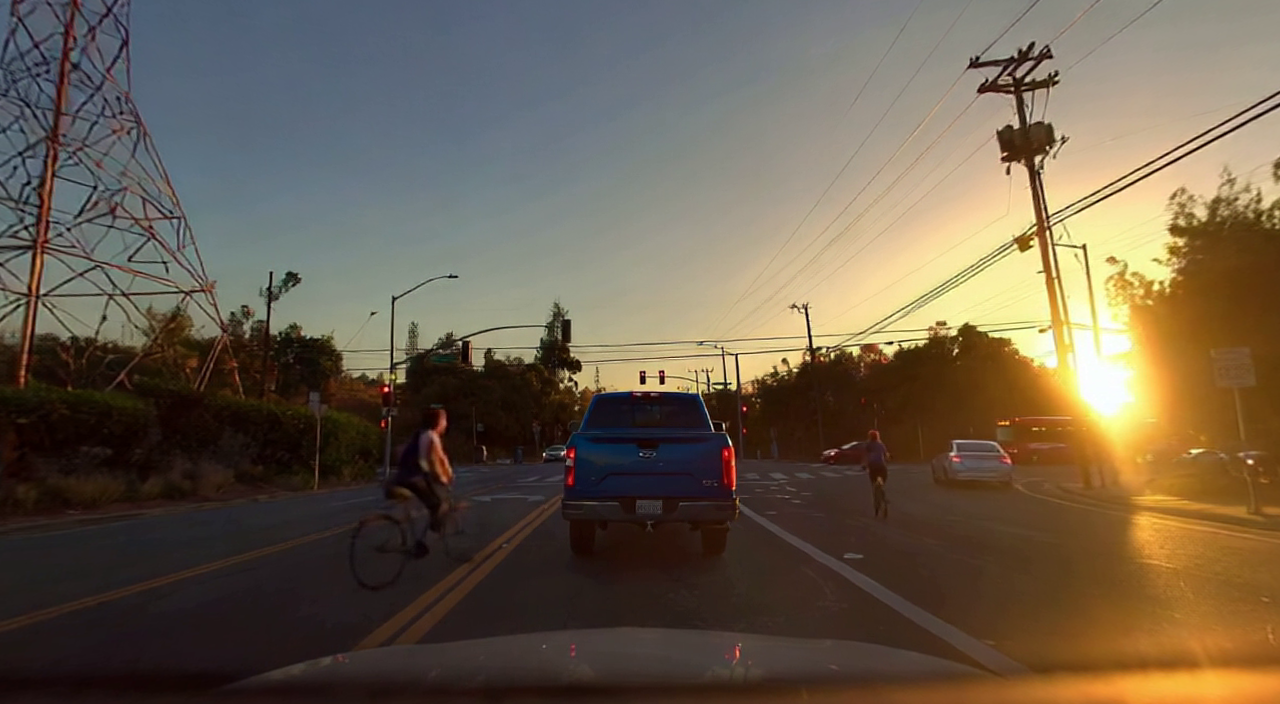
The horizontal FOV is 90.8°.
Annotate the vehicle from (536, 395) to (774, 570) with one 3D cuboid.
[{"bbox_3d":[0.128,1.888,10.026,2.707,1.964,5.485,0,-8,-1],"label":"vehicle"}]

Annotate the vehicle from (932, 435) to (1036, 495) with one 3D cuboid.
[{"bbox_3d":[9.790,3.201,18.346,2.060,1.496,4.520,-4,-9,22],"label":"vehicle"}]

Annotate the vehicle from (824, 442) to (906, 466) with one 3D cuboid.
[{"bbox_3d":[14.621,6.653,41.281,4.578,1.490,1.935,-1,-8,2],"label":"vehicle"}]

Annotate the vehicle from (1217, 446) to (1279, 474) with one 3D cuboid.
[{"bbox_3d":[41.397,7.018,41.261,5.426,1.728,1.999,0,-8,-2],"label":"vehicle"}]

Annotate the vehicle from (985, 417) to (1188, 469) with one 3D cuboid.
[{"bbox_3d":[28.902,5.953,41.292,10.726,3.128,3.003,-1,-8,1],"label":"vehicle"}]
